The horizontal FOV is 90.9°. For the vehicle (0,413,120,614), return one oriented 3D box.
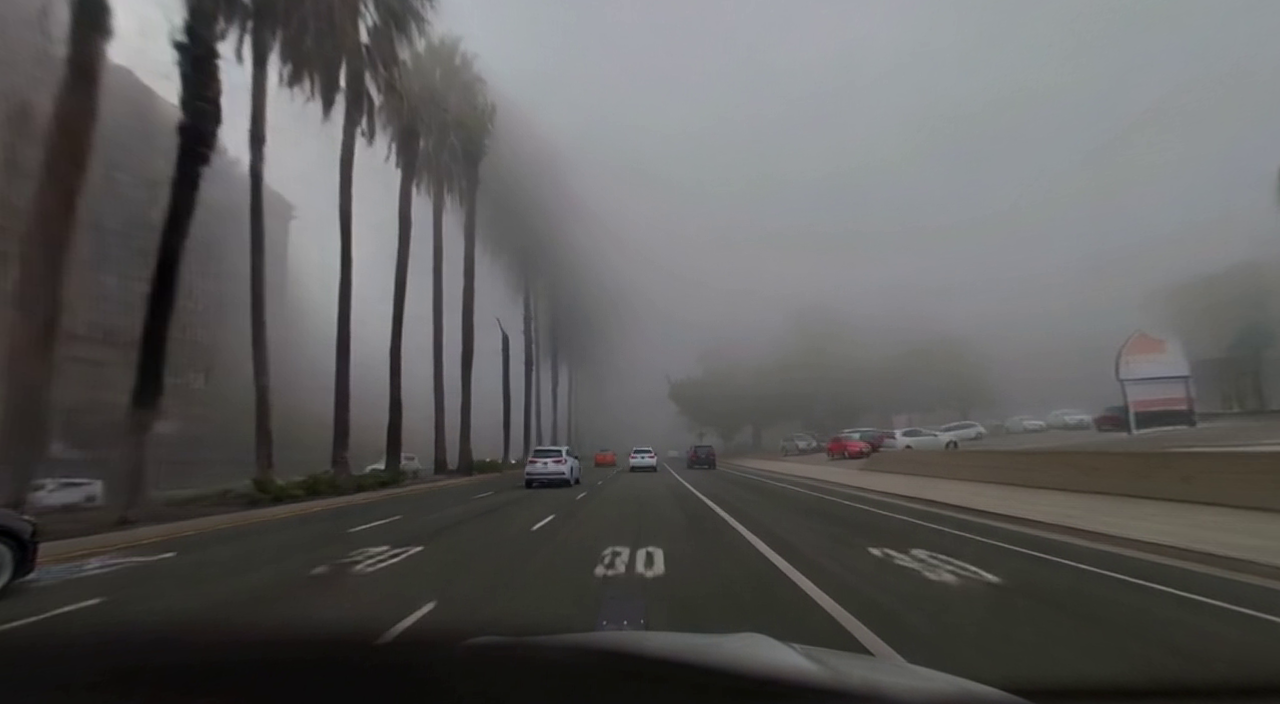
[{"bbox_3d":[-6.614,1.253,4.400,2.030,1.730,4.506,-1,-8,1],"label":"vehicle"}]

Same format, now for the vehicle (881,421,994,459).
[{"bbox_3d":[12.848,3.787,27.185,4.749,1.457,1.806,3,-11,-28],"label":"vehicle"}]

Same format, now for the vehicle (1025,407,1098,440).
[{"bbox_3d":[23.445,3.956,35.006,4.049,1.503,1.847,2,-12,-36],"label":"vehicle"}]

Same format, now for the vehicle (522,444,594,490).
[{"bbox_3d":[-2.876,4.130,23.083,1.908,1.505,4.369,-1,-8,2],"label":"vehicle"}]

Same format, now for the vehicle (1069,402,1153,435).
[{"bbox_3d":[23.458,3.367,31.337,4.576,1.511,1.801,5,-10,-34],"label":"vehicle"}]

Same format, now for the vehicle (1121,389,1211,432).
[{"bbox_3d":[23.595,2.672,28.233,4.448,1.701,1.954,6,-11,-36],"label":"vehicle"}]

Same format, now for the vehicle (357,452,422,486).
[{"bbox_3d":[-14.059,6.552,35.612,1.841,1.697,4.289,-1,-8,1],"label":"vehicle"}]

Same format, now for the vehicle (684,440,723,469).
[{"bbox_3d":[4.132,6.756,41.636,2.108,1.785,4.334,0,-8,0],"label":"vehicle"}]

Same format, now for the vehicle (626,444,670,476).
[{"bbox_3d":[0.398,5.621,33.082,2.147,1.507,3.953,0,-8,1],"label":"vehicle"}]

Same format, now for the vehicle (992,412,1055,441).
[{"bbox_3d":[23.041,4.483,37.878,3.593,1.608,1.778,4,-9,-34],"label":"vehicle"}]

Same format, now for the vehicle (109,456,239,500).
[{"bbox_3d":[-35.505,9.567,48.205,7.627,3.125,2.867,-1,-9,3],"label":"vehicle"}]

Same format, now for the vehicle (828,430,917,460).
[{"bbox_3d":[12.292,4.910,33.291,4.284,1.450,1.927,4,-10,-27],"label":"vehicle"}]
